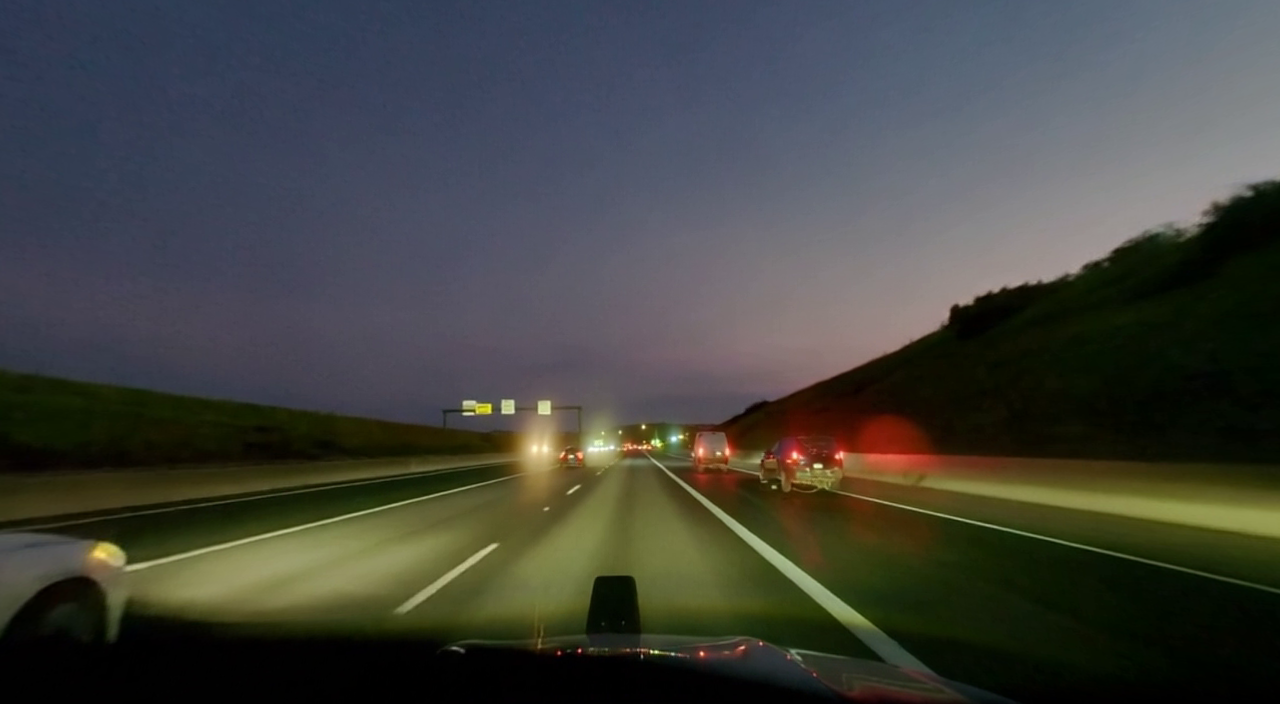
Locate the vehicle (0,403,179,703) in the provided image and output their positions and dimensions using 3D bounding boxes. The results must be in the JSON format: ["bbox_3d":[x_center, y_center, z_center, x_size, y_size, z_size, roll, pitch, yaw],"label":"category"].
[{"bbox_3d":[-3.503,0.731,0.989,1.939,1.513,4.773,0,-9,0],"label":"vehicle"}]

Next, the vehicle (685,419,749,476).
[{"bbox_3d":[3.768,4.873,32.139,2.361,2.636,5.684,0,-9,-1],"label":"vehicle"}]

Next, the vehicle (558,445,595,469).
[{"bbox_3d":[-4.301,7.170,43.068,2.054,1.529,4.368,0,-9,0],"label":"vehicle"}]
